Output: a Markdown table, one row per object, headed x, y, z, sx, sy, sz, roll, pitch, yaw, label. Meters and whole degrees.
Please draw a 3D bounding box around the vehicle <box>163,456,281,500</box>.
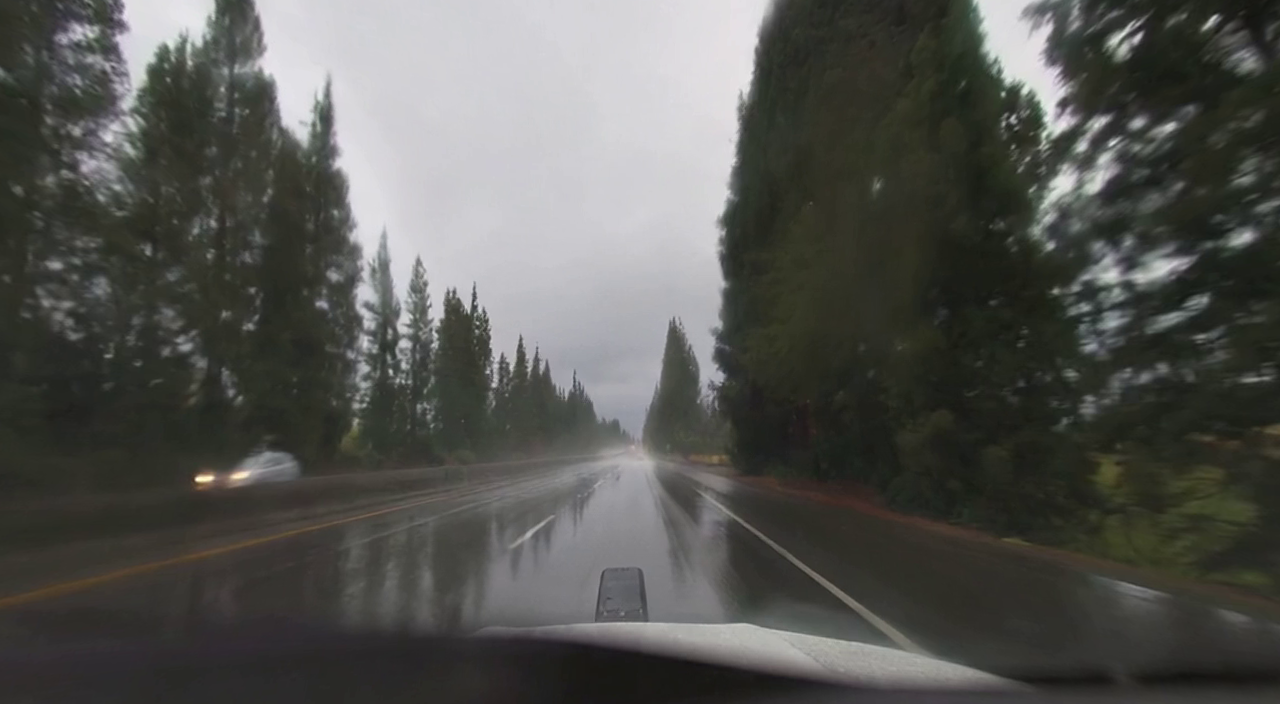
| x | y | z | sx | sy | sz | roll | pitch | yaw | label |
| --- | --- | --- | --- | --- | --- | --- | --- | --- | --- |
| -17.502 | 5.275 | 26.694 | 1.952 | 1.622 | 4.412 | 0 | -9 | 0 | vehicle |
